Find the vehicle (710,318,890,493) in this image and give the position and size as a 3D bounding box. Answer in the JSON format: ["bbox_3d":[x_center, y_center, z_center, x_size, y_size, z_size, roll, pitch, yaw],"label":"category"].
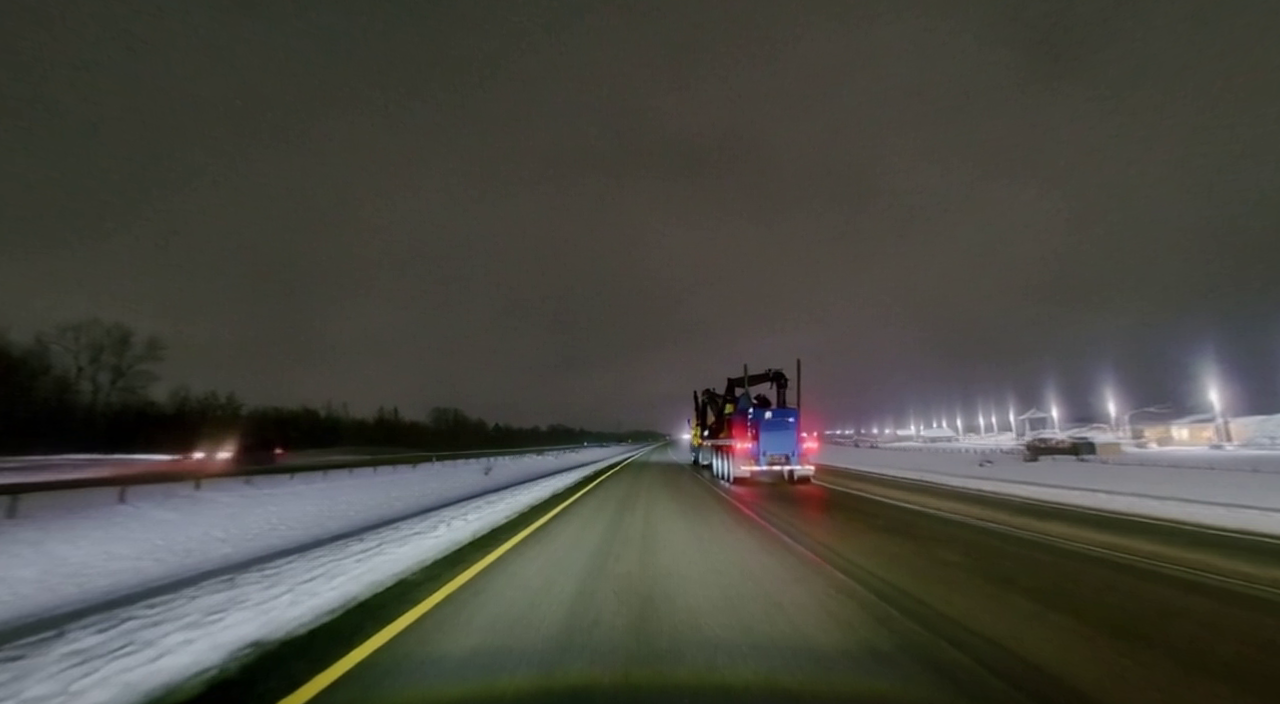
[{"bbox_3d":[3.963,1.667,17.561,3.279,3.956,6.541,0,-8,1],"label":"vehicle"}]

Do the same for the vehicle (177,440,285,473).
[{"bbox_3d":[-19.766,5.059,30.794,2.036,1.476,4.826,0,-8,0],"label":"vehicle"}]
